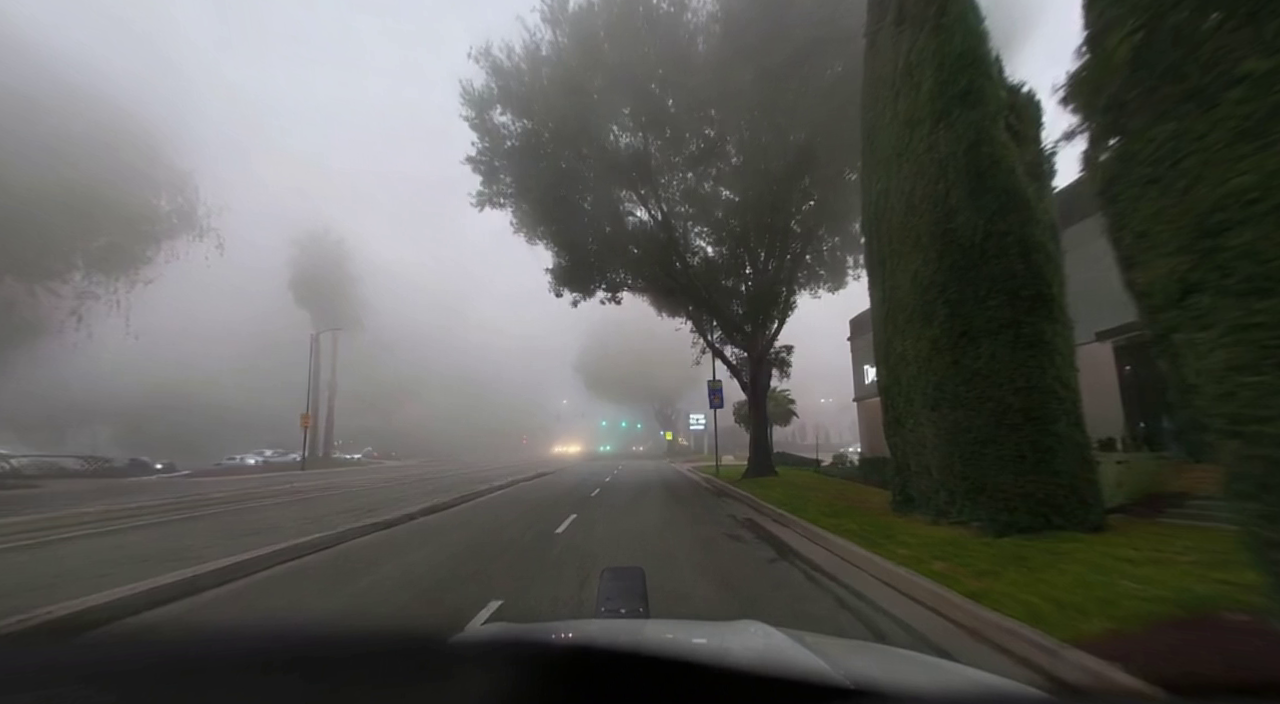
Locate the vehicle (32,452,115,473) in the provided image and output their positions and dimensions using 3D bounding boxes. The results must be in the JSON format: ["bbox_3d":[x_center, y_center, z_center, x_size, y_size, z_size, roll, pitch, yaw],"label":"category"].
[{"bbox_3d":[-42.550,8.269,47.220,4.314,1.510,1.964,0,-9,0],"label":"vehicle"}]

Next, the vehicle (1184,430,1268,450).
[{"bbox_3d":[45.323,6.825,48.609,4.390,1.549,2.015,0,-8,0],"label":"vehicle"}]

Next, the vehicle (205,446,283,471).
[{"bbox_3d":[-29.454,7.943,46.852,4.293,1.529,2.347,-4,-9,0],"label":"vehicle"}]
